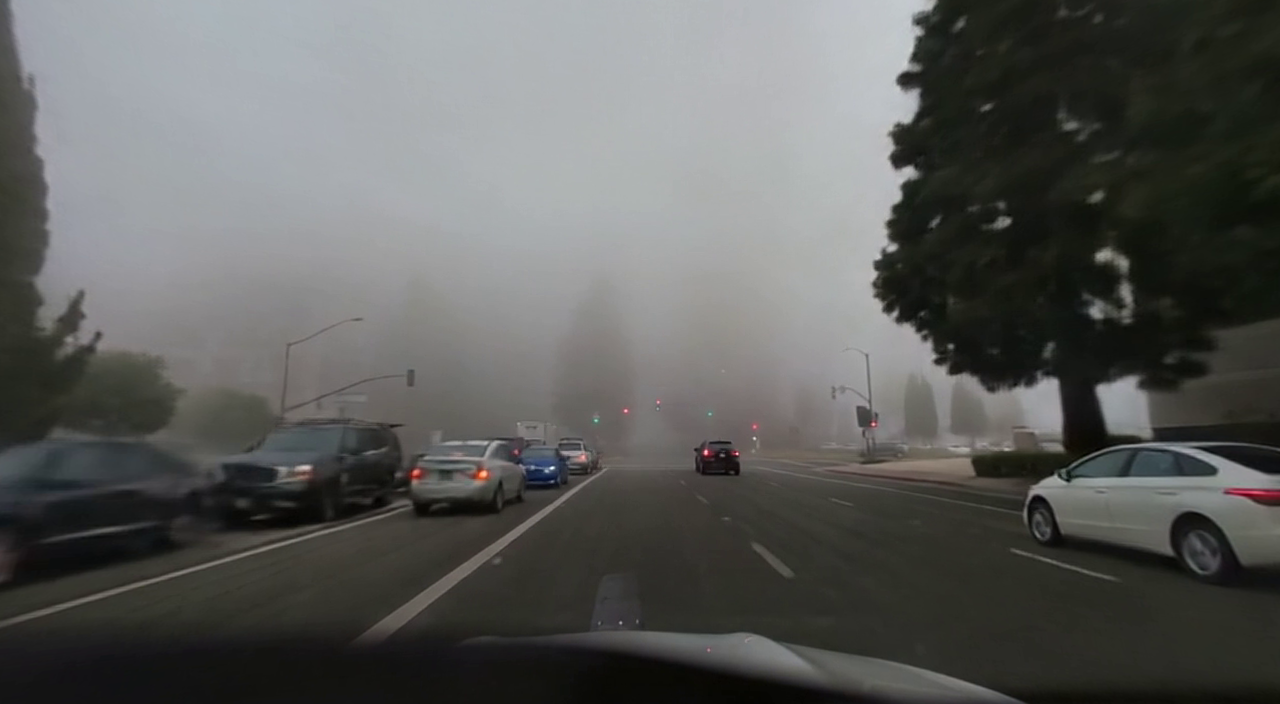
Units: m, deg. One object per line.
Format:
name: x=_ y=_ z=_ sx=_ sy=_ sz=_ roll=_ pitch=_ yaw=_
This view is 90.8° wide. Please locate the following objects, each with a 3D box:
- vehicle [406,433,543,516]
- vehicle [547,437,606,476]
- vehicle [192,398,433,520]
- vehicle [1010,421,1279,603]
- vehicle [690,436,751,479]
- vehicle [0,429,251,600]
vehicle: x=-3.547 y=2.703 z=14.440 sx=1.948 sy=1.595 sz=4.256 roll=0 pitch=-9 yaw=0
vehicle: x=-3.021 y=5.131 z=31.281 sx=2.313 sy=1.752 sz=6.152 roll=0 pitch=-9 yaw=0
vehicle: x=-6.721 y=2.315 z=14.086 sx=2.141 sy=2.111 sz=5.940 roll=0 pitch=-9 yaw=0
vehicle: x=6.715 y=1.710 z=7.485 sx=2.000 sy=1.618 sz=4.238 roll=0 pitch=-9 yaw=-1
vehicle: x=3.554 y=4.778 z=28.765 sx=2.095 sy=1.759 sz=4.862 roll=0 pitch=-9 yaw=-1
vehicle: x=-6.598 y=1.633 z=6.906 sx=1.970 sy=1.483 sz=4.269 roll=0 pitch=-9 yaw=0
